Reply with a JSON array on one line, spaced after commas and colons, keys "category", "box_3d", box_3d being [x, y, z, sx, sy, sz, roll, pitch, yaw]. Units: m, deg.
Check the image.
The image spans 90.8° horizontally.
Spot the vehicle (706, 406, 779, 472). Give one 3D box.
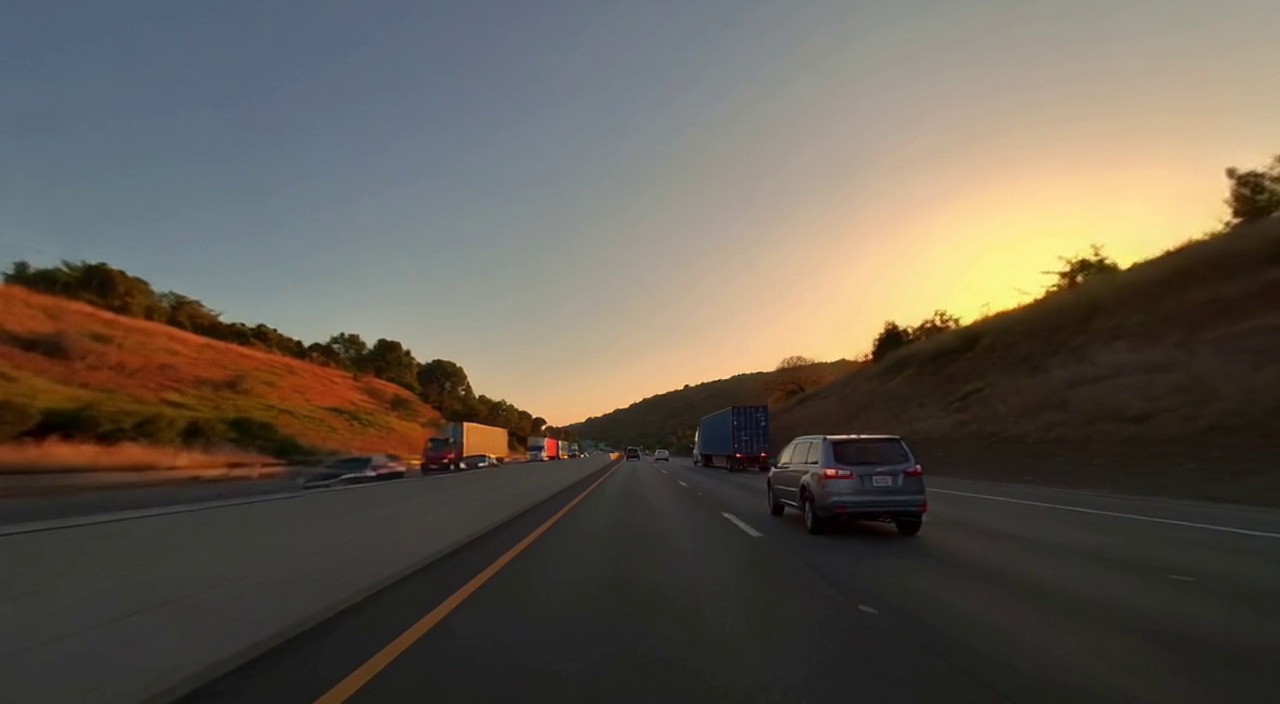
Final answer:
[{"category": "vehicle", "box_3d": [7.095, 6.460, 46.262, 2.882, 4.109, 13.567, 0, -9, -1]}]

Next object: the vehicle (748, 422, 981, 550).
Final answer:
[{"category": "vehicle", "box_3d": [3.356, 2.115, 10.629, 2.130, 1.658, 4.537, 0, -9, -2]}]

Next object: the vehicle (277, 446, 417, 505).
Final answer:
[{"category": "vehicle", "box_3d": [-8.148, 3.450, 18.106, 1.809, 1.453, 4.501, 0, -9, 1]}]

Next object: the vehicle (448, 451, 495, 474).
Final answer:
[{"category": "vehicle", "box_3d": [-11.336, 7.463, 42.754, 1.879, 1.456, 4.460, 0, -9, 1]}]
